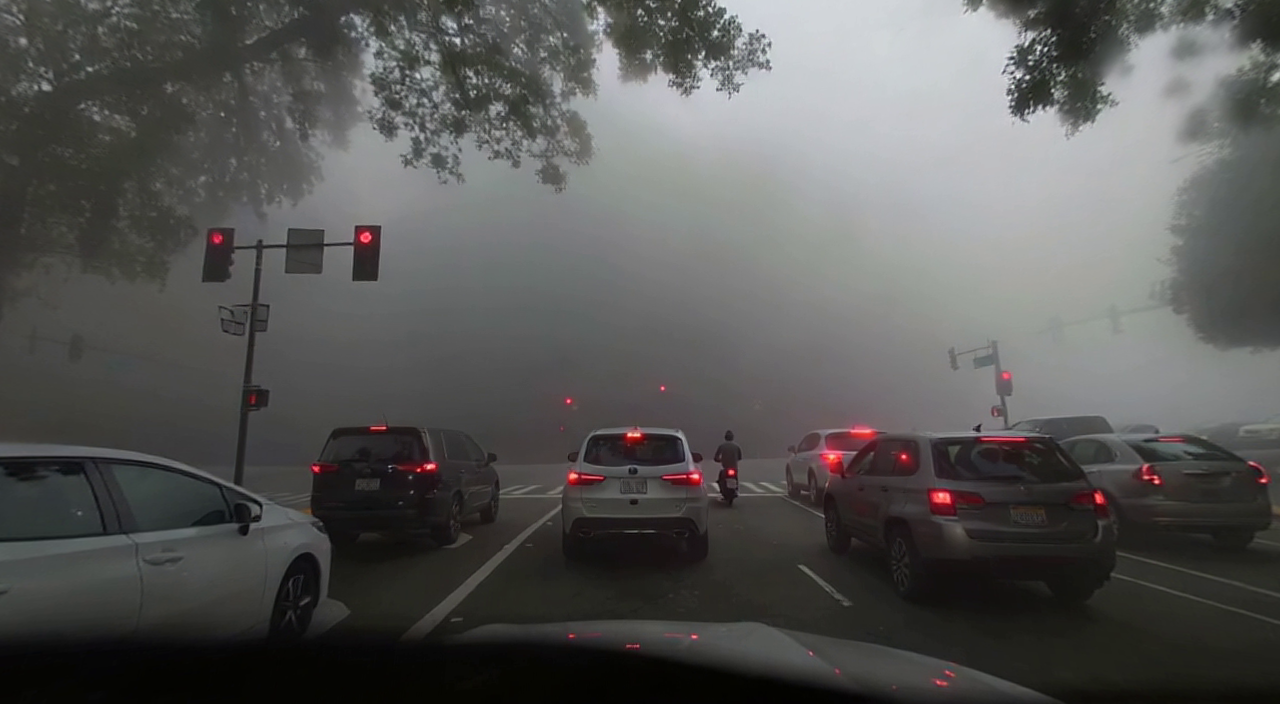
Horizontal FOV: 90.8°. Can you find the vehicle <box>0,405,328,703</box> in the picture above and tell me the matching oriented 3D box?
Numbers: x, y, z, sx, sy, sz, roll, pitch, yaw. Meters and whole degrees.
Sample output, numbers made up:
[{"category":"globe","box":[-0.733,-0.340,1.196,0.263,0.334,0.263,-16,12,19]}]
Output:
[{"category":"vehicle","box":[-3.343,0.953,2.373,1.863,1.495,4.667,0,-8,1]}]

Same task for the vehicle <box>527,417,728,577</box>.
[{"category":"vehicle","box":[-0.096,1.802,8.561,2.106,1.655,3.717,0,-8,1]}]

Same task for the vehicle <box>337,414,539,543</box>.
[{"category":"vehicle","box":[-3.211,2.119,11.184,2.048,1.805,4.405,0,-8,1]}]

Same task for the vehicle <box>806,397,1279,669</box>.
[{"category":"vehicle","box":[3.228,1.443,6.192,2.006,1.659,4.462,0,-8,1]}]
